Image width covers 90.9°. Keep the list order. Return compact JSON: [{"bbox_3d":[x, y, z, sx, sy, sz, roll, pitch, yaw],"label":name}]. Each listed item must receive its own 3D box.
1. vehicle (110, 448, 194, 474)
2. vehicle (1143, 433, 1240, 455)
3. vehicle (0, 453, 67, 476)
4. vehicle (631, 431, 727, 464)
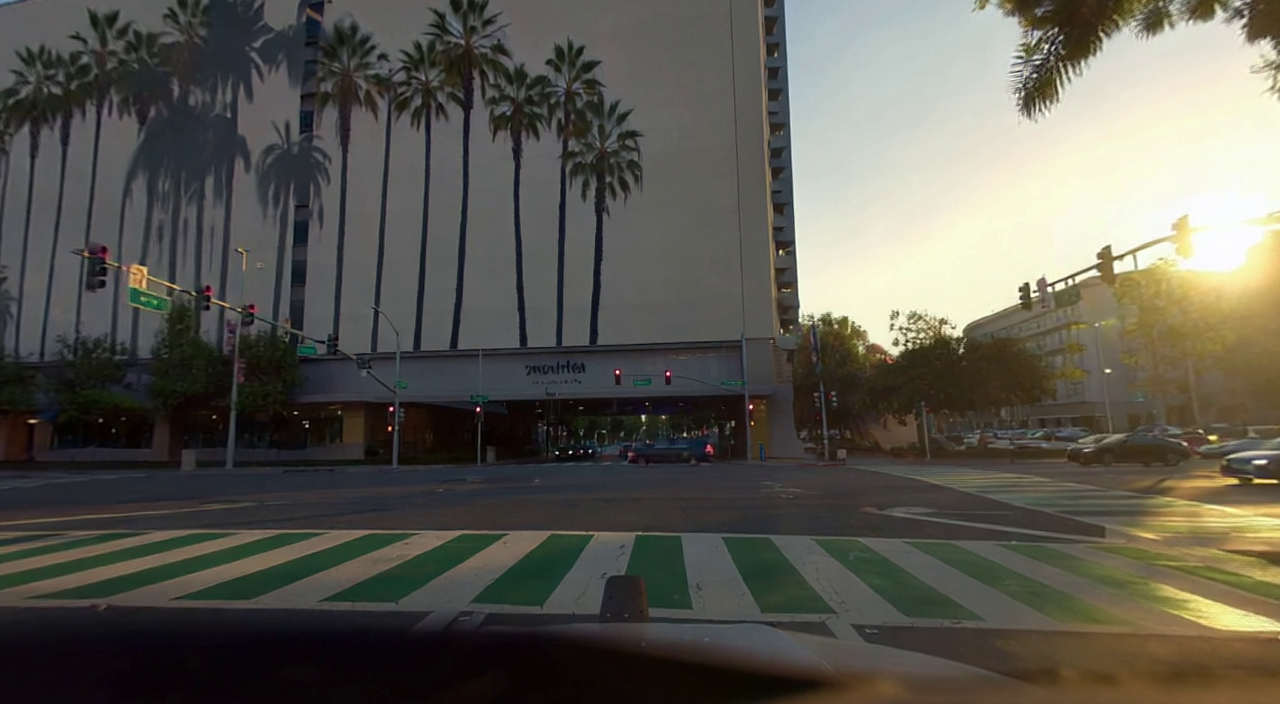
[{"bbox_3d":[-33.074,7.398,42.760,4.136,1.661,1.857,0,-8,1],"label":"vehicle"},{"bbox_3d":[36.033,6.026,41.249,4.606,1.449,1.687,0,-8,2],"label":"vehicle"},{"bbox_3d":[-41.665,7.603,42.778,3.698,1.508,1.779,0,-8,1],"label":"vehicle"},{"bbox_3d":[2.265,5.654,37.311,5.477,1.880,2.125,0,-8,1],"label":"vehicle"}]
